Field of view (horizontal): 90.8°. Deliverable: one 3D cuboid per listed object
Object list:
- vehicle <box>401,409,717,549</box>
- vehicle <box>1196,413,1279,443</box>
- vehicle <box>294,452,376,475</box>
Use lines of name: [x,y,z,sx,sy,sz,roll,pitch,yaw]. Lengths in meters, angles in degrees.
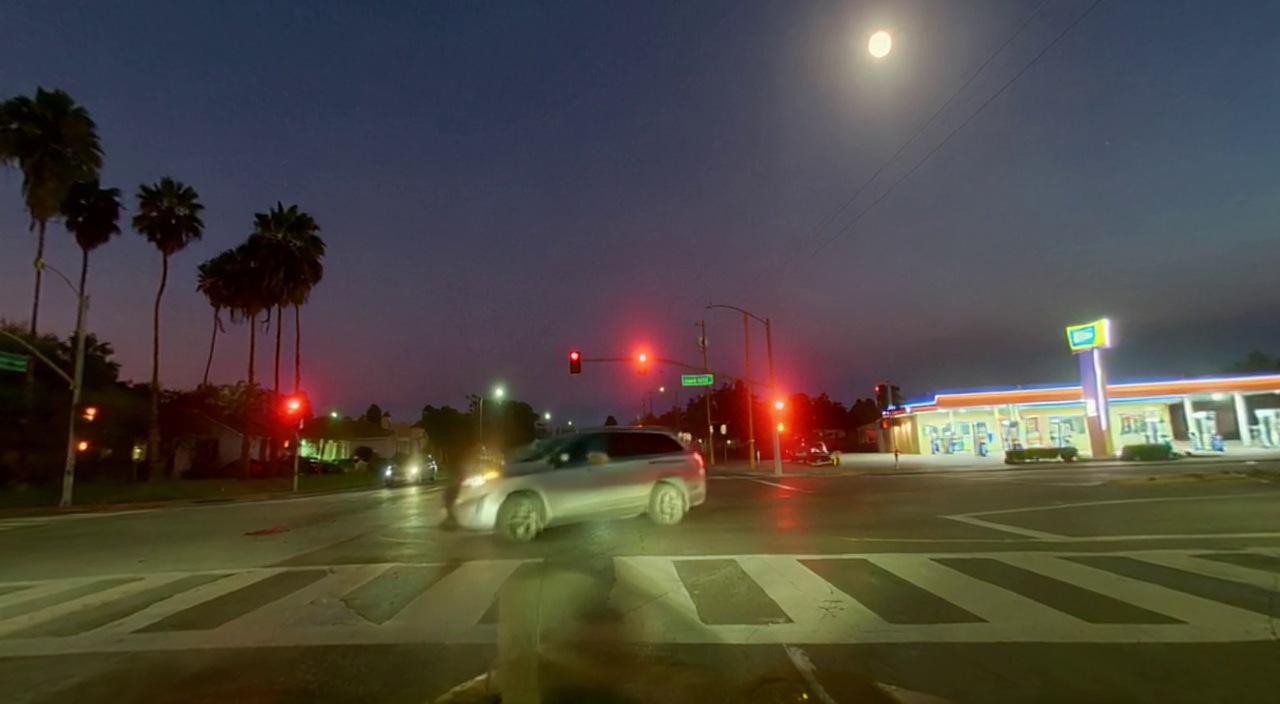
vehicle: [-1.119,2.023,10.784,5.086,1.817,1.952,7,-12,-42]
vehicle: [38.302,4.791,39.971,4.488,1.447,1.765,-5,-8,-1]
vehicle: [-20.944,7.681,43.514,4.672,1.469,1.816,-1,-9,-2]
